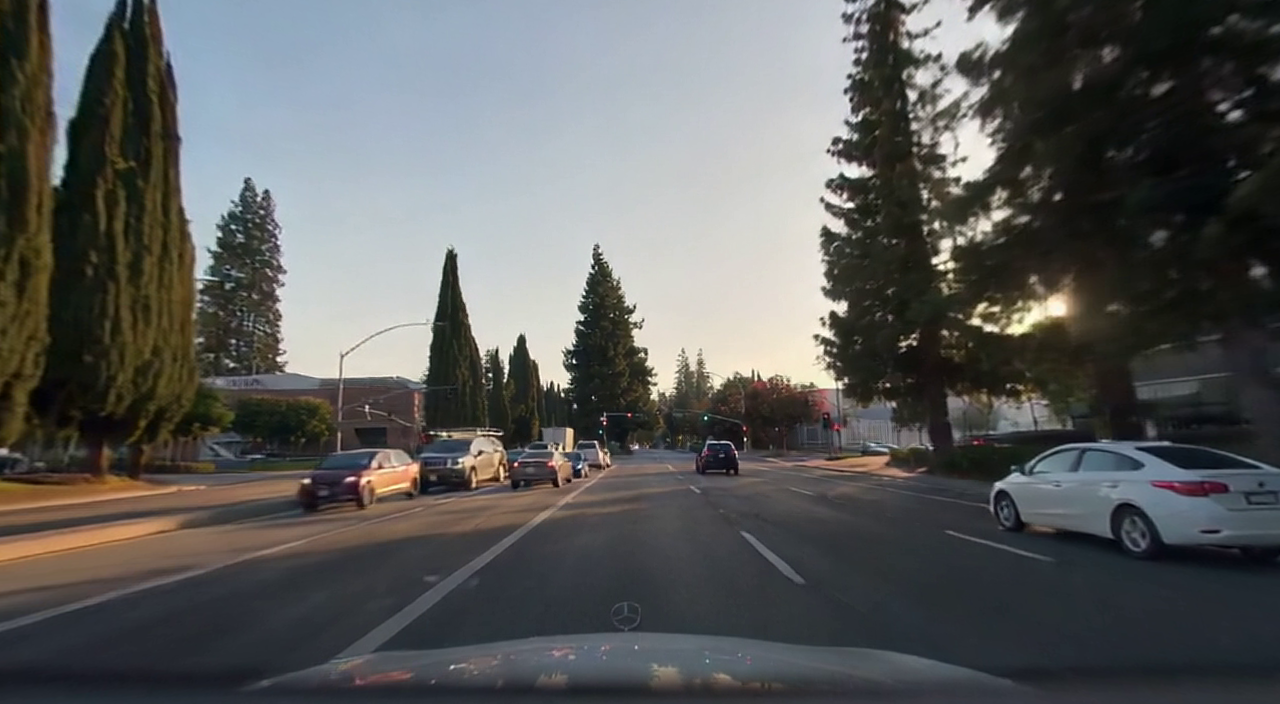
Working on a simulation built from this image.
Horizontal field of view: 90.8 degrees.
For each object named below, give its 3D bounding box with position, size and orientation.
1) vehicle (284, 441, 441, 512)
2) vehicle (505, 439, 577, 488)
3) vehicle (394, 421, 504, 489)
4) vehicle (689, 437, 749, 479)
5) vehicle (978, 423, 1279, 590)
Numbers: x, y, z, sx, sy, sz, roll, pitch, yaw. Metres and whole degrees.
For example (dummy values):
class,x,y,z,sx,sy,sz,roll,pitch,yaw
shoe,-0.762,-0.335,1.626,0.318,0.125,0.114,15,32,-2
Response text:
class,x,y,z,sx,sy,sz,roll,pitch,yaw
vehicle,-6.617,2.997,15.702,1.970,1.483,4.269,0,-8,0
vehicle,-3.548,4.085,23.472,1.948,1.595,4.256,-1,-9,0
vehicle,-6.705,3.721,23.092,2.141,2.111,5.940,-1,-9,0
vehicle,3.567,4.869,29.333,2.095,1.759,4.862,0,-9,-1
vehicle,6.735,1.838,8.420,2.000,1.618,4.238,0,-9,-1
